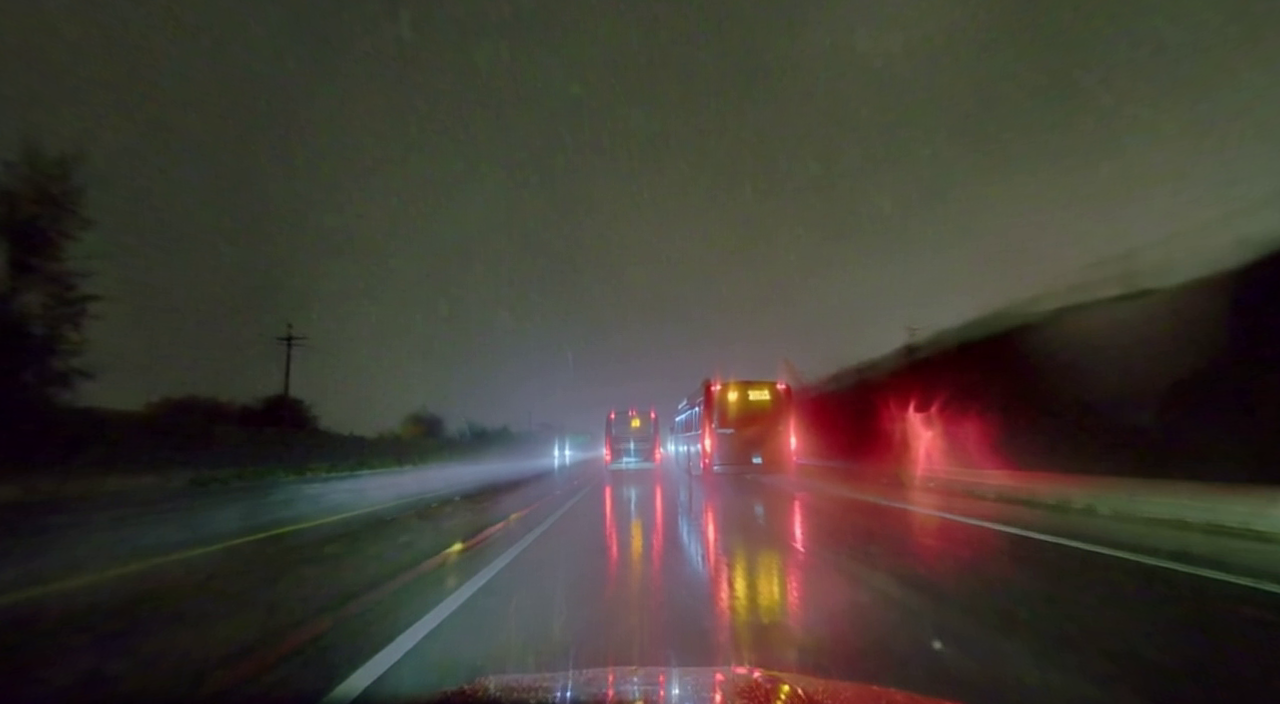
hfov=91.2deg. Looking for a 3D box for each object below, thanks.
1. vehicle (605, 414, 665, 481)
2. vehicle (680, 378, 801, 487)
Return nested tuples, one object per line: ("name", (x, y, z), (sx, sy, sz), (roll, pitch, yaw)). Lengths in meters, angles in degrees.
("vehicle", (-0.199, 4.291, 28.274), (2.414, 2.675, 5.574), (-1, -9, 0))
("vehicle", (3.836, 3.706, 27.901), (3.074, 3.668, 12.805), (0, -9, -1))
